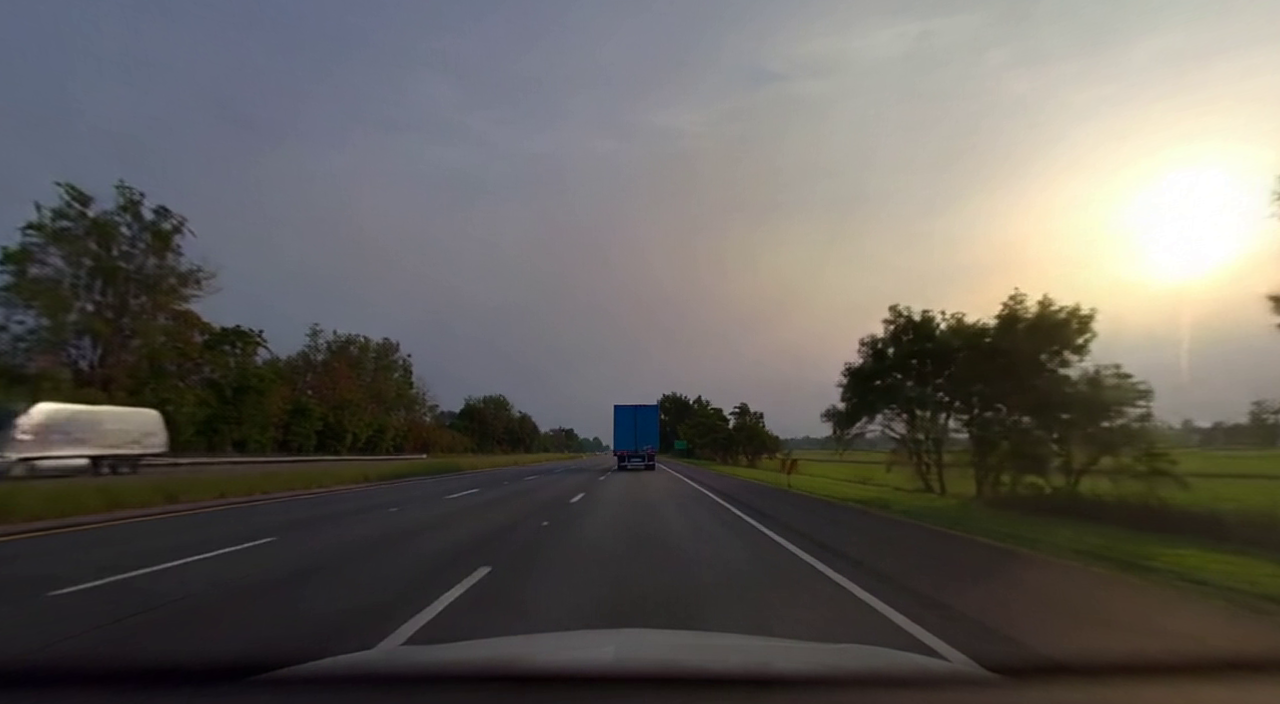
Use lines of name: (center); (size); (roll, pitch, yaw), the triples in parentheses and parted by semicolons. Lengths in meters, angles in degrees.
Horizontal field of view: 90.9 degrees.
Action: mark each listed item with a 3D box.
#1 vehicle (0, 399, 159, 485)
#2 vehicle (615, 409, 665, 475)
vehicle: (-22.770, 3.521, 24.313); (2.525, 2.836, 7.355); (0, -9, 0)
vehicle: (-0.002, 6.292, 43.700); (2.982, 3.947, 11.075); (0, -9, 0)
